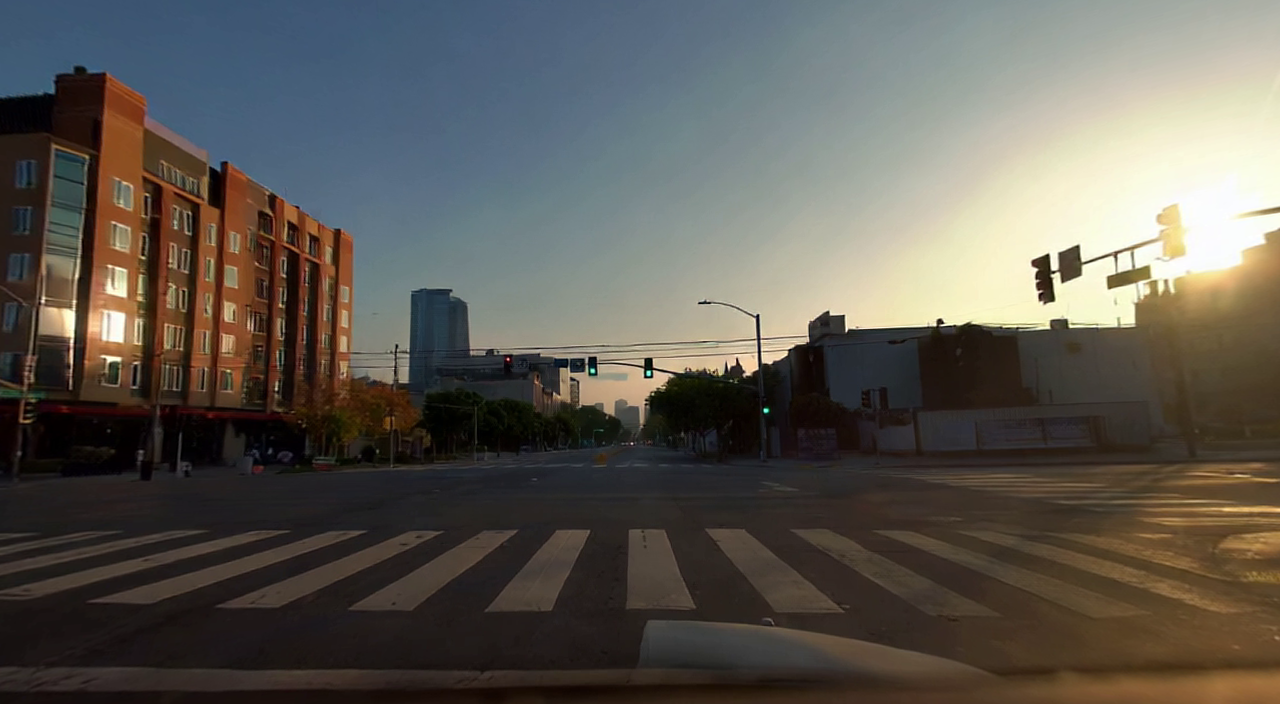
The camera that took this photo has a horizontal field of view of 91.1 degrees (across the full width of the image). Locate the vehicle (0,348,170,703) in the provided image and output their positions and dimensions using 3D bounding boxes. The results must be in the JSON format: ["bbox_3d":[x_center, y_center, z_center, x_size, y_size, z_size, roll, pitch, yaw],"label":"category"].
[{"bbox_3d":[-3.636,0.619,1.066,2.109,1.692,4.587,0,-8,0],"label":"vehicle"}]
